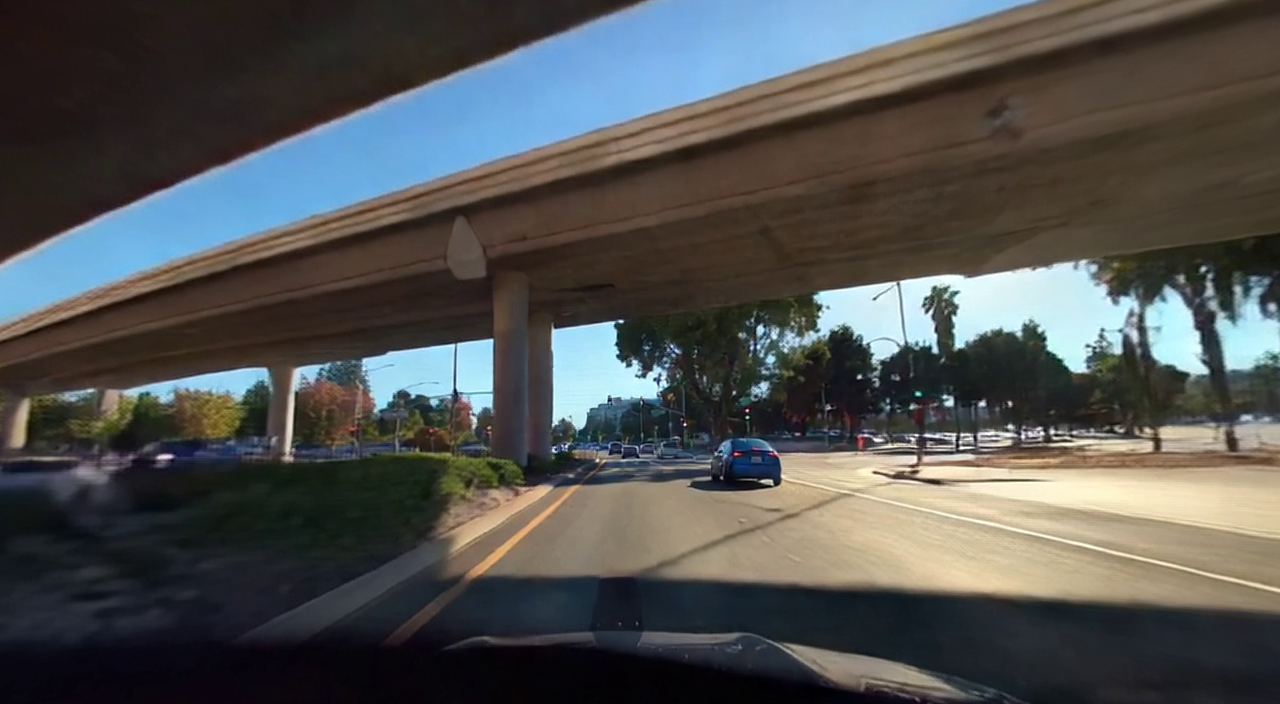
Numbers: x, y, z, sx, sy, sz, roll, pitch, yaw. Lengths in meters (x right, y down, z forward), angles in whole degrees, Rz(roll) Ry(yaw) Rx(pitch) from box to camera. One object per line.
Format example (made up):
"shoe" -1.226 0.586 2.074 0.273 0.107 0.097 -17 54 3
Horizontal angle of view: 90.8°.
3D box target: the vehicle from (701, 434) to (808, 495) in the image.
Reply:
"vehicle" 3.071 3.114 17.945 2.062 1.484 4.332 0 -8 -2

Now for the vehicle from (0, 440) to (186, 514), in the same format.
"vehicle" -14.447 3.159 16.544 1.844 1.650 4.333 0 -8 0

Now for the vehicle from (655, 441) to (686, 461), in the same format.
"vehicle" 2.343 7.812 49.939 2.038 1.437 3.856 0 -8 -3
